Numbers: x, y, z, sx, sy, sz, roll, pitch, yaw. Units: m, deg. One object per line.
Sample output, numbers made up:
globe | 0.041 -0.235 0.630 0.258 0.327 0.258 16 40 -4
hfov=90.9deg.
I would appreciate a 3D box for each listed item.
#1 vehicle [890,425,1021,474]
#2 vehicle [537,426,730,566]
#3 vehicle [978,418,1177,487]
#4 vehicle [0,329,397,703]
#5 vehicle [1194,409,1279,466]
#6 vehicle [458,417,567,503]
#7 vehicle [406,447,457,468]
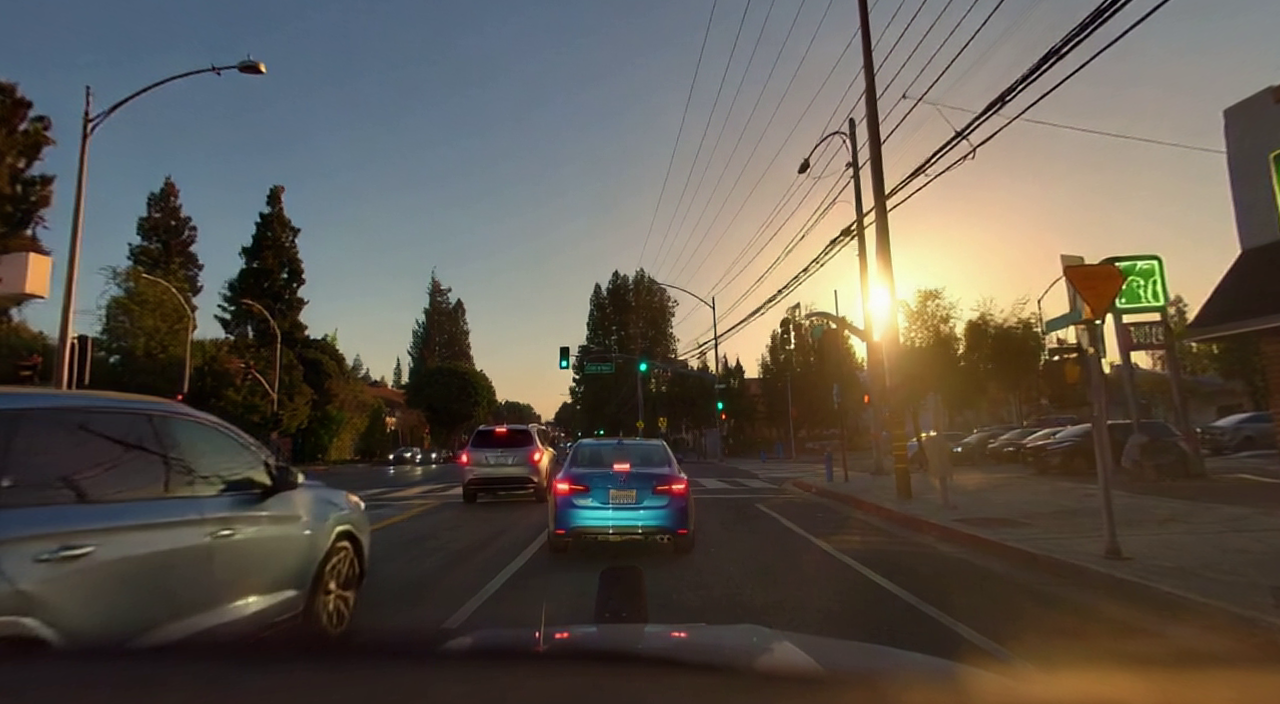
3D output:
vehicle | 10.647 3.330 21.717 1.842 1.471 4.481 1 -8 -6
vehicle | -0.152 1.859 8.963 2.070 1.481 4.216 0 -8 -2
vehicle | 10.530 2.474 15.672 1.888 1.455 4.268 0 -8 1
vehicle | -2.908 0.940 2.938 2.003 1.681 3.878 0 -8 0
vehicle | 18.727 2.533 18.672 4.446 1.511 1.977 4 -10 -29
vehicle | -3.035 2.669 15.989 2.106 1.852 4.512 0 -8 -4
vehicle | -15.547 7.800 46.853 2.111 1.511 4.641 6 -10 -36
